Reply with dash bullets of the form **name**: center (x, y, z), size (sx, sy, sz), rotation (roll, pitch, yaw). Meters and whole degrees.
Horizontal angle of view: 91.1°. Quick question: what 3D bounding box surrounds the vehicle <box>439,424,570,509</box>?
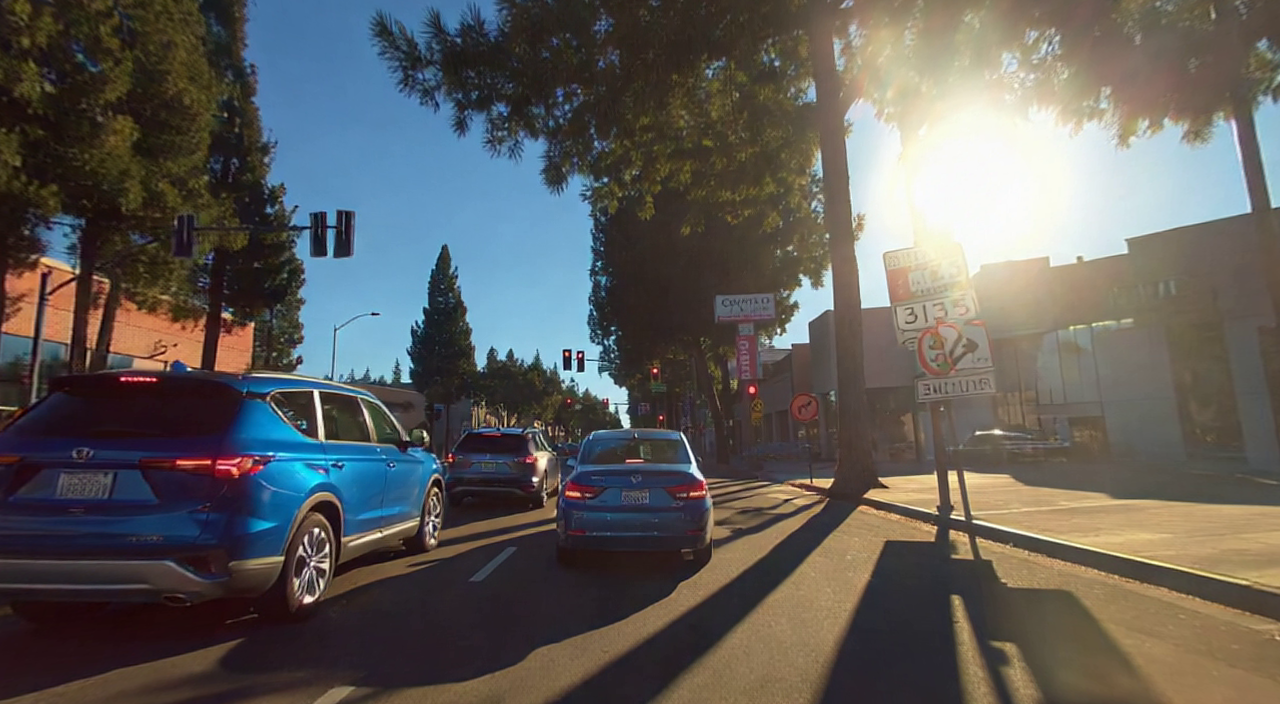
- **vehicle**: center (-2.926, 2.594, 14.606), size (2.047, 1.664, 4.148), rotation (0, -8, 1)

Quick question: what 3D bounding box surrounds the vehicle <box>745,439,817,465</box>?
- **vehicle**: center (8.214, 5.862, 36.713), size (3.924, 1.447, 2.039), rotation (-2, -9, 11)

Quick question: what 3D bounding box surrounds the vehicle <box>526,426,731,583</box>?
- **vehicle**: center (-0.154, 1.777, 8.176), size (1.966, 1.481, 4.146), rotation (0, -8, -1)

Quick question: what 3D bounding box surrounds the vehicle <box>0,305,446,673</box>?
- **vehicle**: center (-3.820, 1.138, 6.208), size (2.152, 2.118, 5.066), rotation (0, -8, 0)

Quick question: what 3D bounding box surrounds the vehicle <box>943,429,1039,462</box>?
- **vehicle**: center (19.473, 5.213, 35.017), size (4.116, 1.719, 2.069), rotation (-1, -9, 7)
